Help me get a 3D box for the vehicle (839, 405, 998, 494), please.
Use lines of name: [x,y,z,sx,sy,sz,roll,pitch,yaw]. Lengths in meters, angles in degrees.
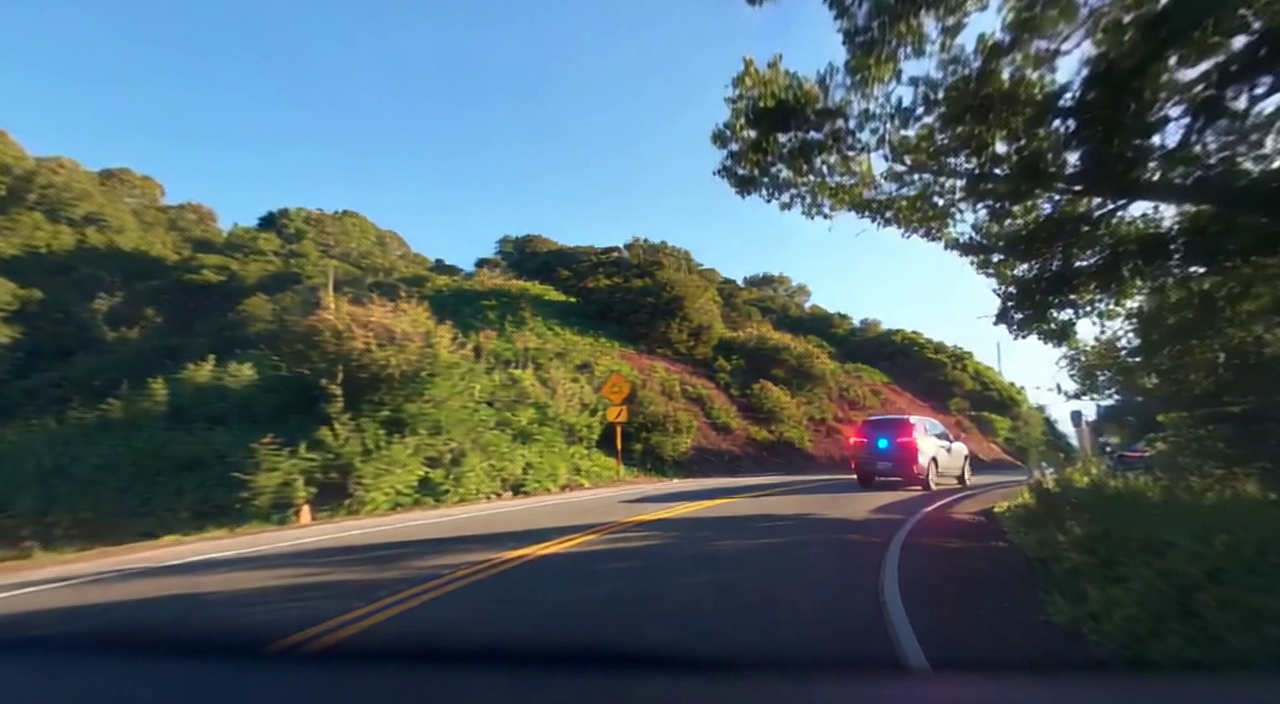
vehicle: [7.697,2.608,17.026,2.500,1.961,5.637,-7,-11,38]
